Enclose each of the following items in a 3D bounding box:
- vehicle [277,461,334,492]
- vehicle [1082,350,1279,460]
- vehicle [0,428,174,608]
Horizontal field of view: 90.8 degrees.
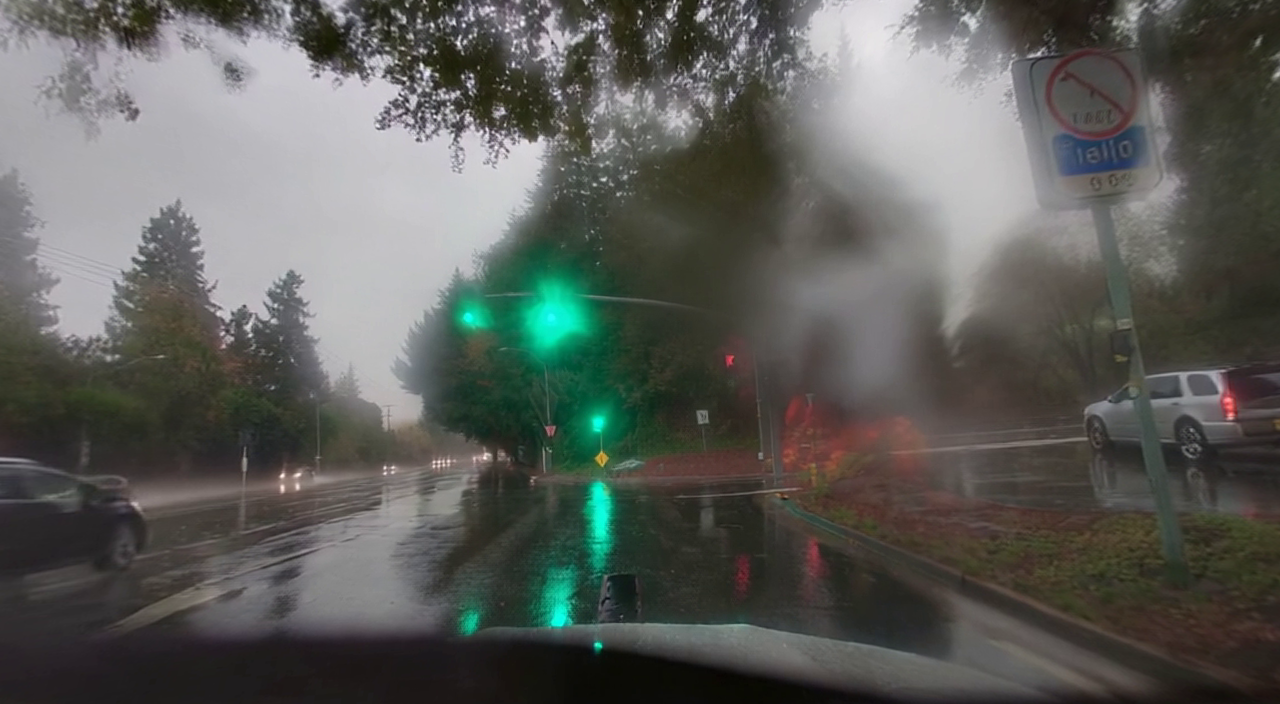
[{"bbox_3d":[-20.506,7.595,38.888,1.986,1.492,4.332,-3,-8,-13],"label":"vehicle"},{"bbox_3d":[10.638,1.106,11.800,1.855,1.669,4.529,-2,-9,6],"label":"vehicle"},{"bbox_3d":[-7.389,1.776,6.716,2.062,1.740,4.198,-3,-8,-7],"label":"vehicle"}]
